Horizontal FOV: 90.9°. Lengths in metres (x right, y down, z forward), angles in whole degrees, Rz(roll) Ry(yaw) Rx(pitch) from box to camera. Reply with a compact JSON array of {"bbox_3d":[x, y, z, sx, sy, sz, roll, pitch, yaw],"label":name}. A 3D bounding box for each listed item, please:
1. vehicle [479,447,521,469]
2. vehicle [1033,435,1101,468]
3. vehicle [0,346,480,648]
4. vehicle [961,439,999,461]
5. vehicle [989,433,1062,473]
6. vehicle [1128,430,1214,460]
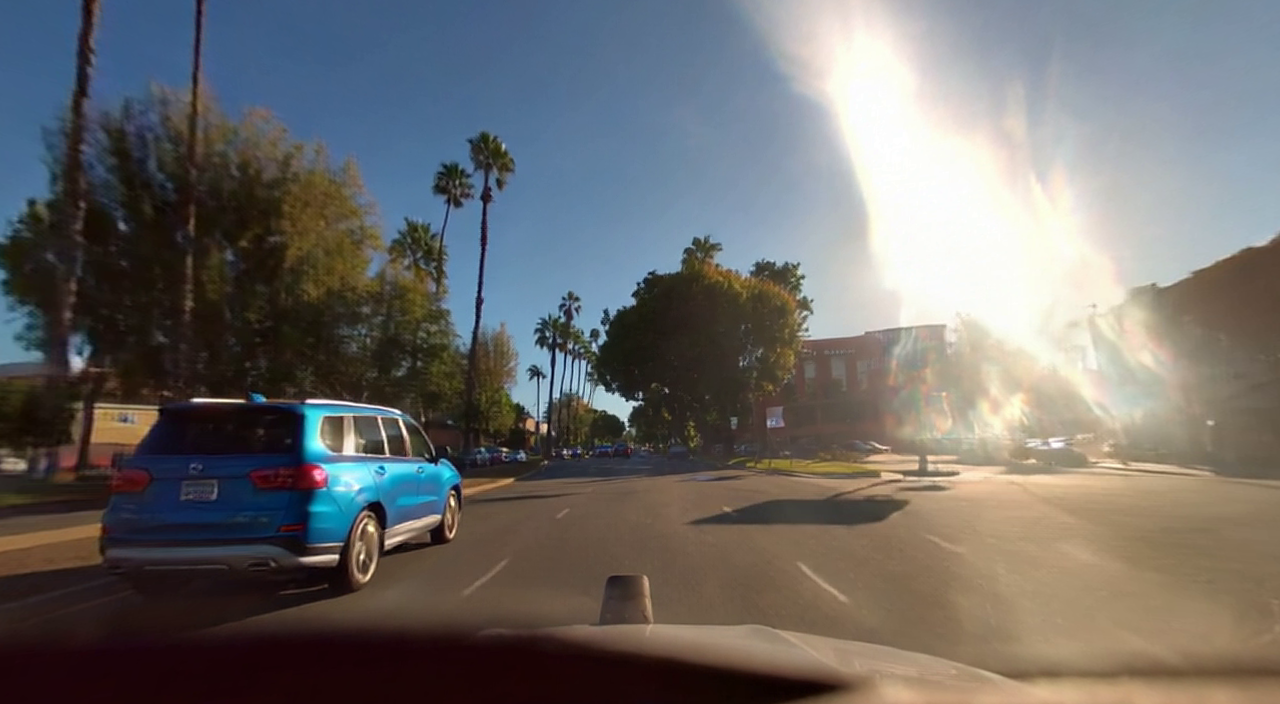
[{"bbox_3d":[-9.991,7.590,45.286,1.947,1.511,4.224,0,-9,1],"label":"vehicle"},{"bbox_3d":[25.746,5.998,38.210,2.162,1.806,5.704,-4,-9,22],"label":"vehicle"},{"bbox_3d":[-3.326,1.284,6.484,2.152,1.987,4.527,0,-9,0],"label":"vehicle"},{"bbox_3d":[26.444,7.657,49.064,1.982,1.611,4.314,-3,-9,21],"label":"vehicle"},{"bbox_3d":[19.302,5.070,31.780,2.180,1.808,4.462,-3,-9,20],"label":"vehicle"},{"bbox_3d":[34.658,6.068,41.151,4.722,1.906,1.898,3,-9,-18],"label":"vehicle"}]
